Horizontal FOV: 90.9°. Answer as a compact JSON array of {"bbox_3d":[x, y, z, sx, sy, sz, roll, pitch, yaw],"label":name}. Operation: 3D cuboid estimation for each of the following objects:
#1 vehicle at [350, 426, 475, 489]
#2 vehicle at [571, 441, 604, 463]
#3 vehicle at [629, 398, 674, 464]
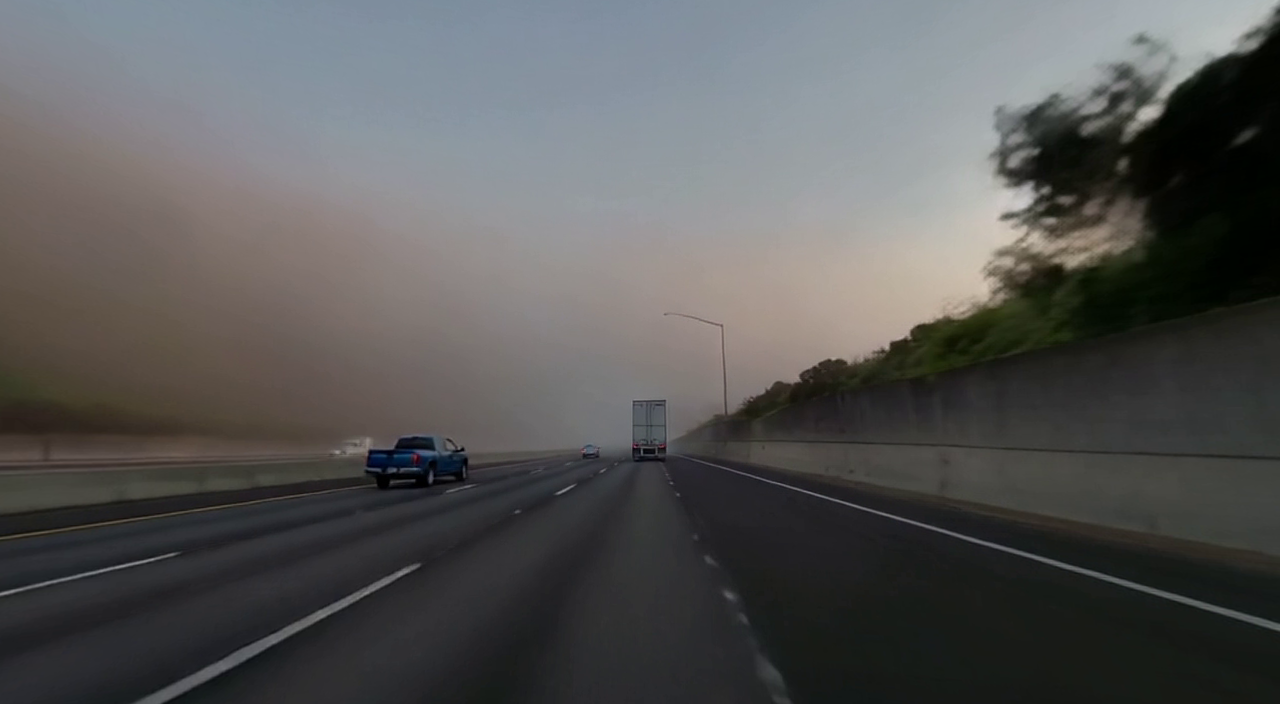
[{"bbox_3d":[-7.427,3.497,21.341,2.113,1.837,5.339,0,-8,2],"label":"vehicle"},{"bbox_3d":[-3.848,7.446,47.159,1.983,1.508,4.060,0,-8,2],"label":"vehicle"},{"bbox_3d":[0.894,6.213,48.553,2.951,4.229,15.519,0,-8,1],"label":"vehicle"}]
